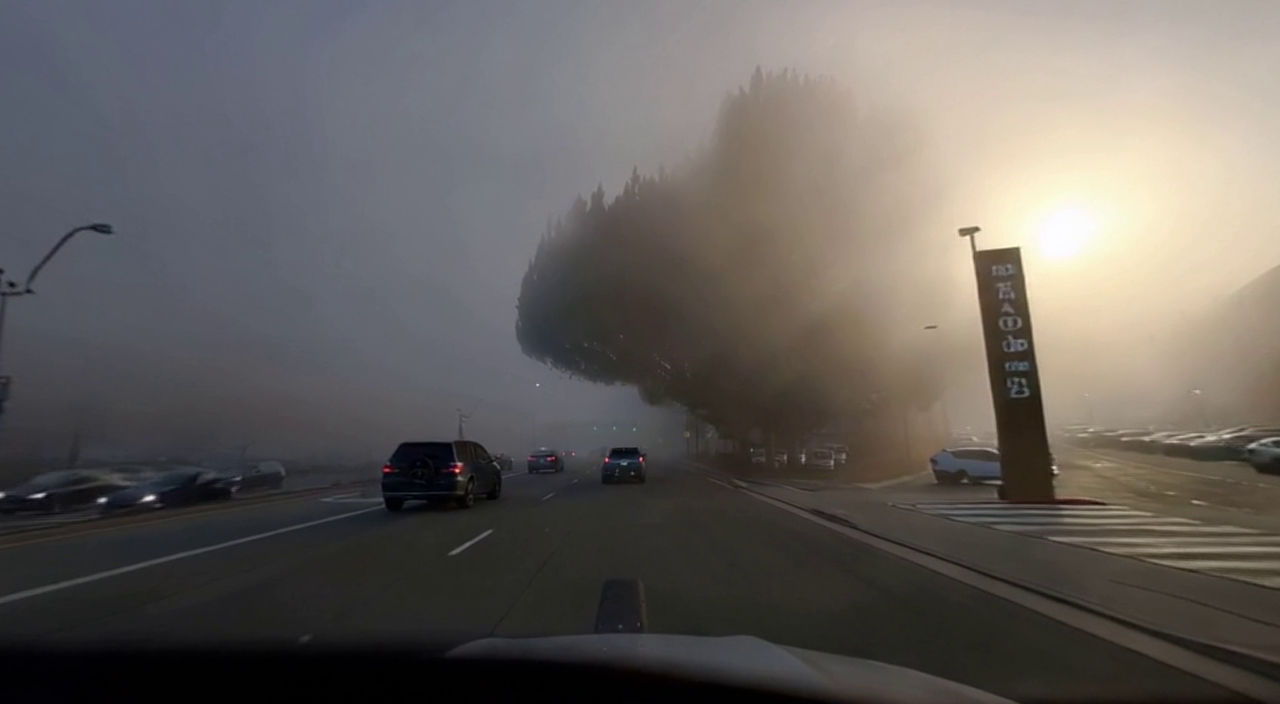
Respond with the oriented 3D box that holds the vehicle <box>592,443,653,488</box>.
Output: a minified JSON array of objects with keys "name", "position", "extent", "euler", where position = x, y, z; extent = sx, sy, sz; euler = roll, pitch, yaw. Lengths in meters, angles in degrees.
[{"name":"vehicle","position":[-0.633,4.114,23.242],"extent":[2.061,1.469,3.954],"euler":[0,-9,-2]}]

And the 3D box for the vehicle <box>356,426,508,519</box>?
[{"name":"vehicle","position":[-4.575,2.713,14.754],"extent":[2.096,1.807,4.413],"euler":[0,-9,-1]}]

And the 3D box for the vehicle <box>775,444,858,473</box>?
[{"name":"vehicle","position":[12.217,7.384,43.894],"extent":[5.102,1.889,2.038],"euler":[0,-8,-4]}]

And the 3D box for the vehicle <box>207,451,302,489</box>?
[{"name":"vehicle","position":[-23.103,7.047,38.207],"extent":[2.221,2.017,5.861],"euler":[-1,-9,-2]}]

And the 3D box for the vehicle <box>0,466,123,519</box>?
[{"name":"vehicle","position":[-20.164,4.617,21.106],"extent":[1.937,1.434,4.629],"euler":[-1,-9,-1]}]

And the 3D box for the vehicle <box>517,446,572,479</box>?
[{"name":"vehicle","position":[-4.658,5.435,31.392],"extent":[1.973,1.456,4.850],"euler":[0,-9,0]}]

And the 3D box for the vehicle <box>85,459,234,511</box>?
[{"name":"vehicle","position":[-16.717,4.594,22.328],"extent":[1.908,1.514,4.403],"euler":[-1,-9,-2]}]

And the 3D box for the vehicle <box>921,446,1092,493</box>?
[{"name":"vehicle","position":[13.363,4.291,23.329],"extent":[4.877,1.603,2.197],"euler":[-1,-9,4]}]
